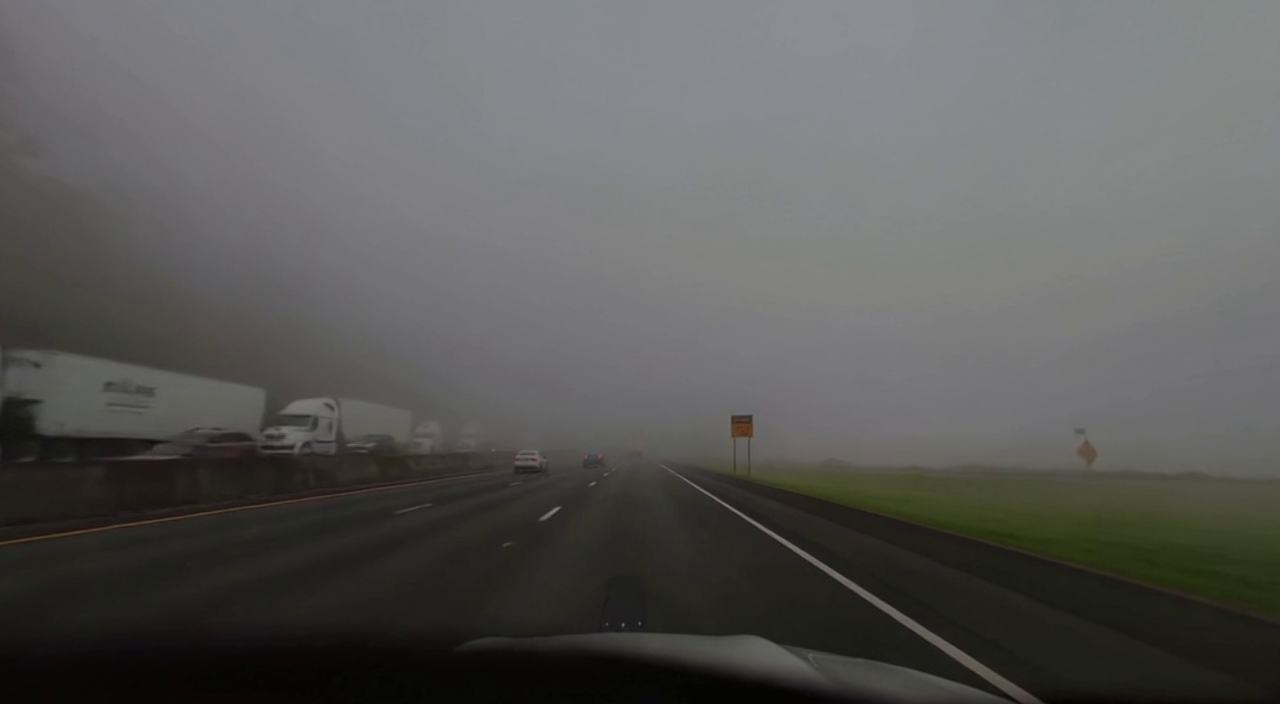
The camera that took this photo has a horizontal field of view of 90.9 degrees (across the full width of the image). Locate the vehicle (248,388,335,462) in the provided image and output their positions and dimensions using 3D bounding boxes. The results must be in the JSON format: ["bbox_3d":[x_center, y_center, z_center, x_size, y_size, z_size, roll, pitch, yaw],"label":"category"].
[{"bbox_3d":[-18.483,3.920,33.616,2.963,3.801,2.502,0,-9,-1],"label":"vehicle"}]

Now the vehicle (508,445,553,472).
[{"bbox_3d":[-7.297,7.148,42.595,2.122,1.685,4.714,0,-9,1],"label":"vehicle"}]

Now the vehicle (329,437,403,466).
[{"bbox_3d":[-14.436,5.278,33.495,2.014,1.444,4.352,0,-9,0],"label":"vehicle"}]

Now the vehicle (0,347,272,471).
[{"bbox_3d":[-18.965,2.519,23.962,2.703,3.565,11.849,0,-9,1],"label":"vehicle"}]

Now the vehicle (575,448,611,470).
[{"bbox_3d":[-3.201,7.465,43.978,2.076,1.453,4.094,0,-9,2],"label":"vehicle"}]

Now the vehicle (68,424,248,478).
[{"bbox_3d":[-14.145,2.970,18.923,1.956,1.433,4.339,0,-9,0],"label":"vehicle"}]
